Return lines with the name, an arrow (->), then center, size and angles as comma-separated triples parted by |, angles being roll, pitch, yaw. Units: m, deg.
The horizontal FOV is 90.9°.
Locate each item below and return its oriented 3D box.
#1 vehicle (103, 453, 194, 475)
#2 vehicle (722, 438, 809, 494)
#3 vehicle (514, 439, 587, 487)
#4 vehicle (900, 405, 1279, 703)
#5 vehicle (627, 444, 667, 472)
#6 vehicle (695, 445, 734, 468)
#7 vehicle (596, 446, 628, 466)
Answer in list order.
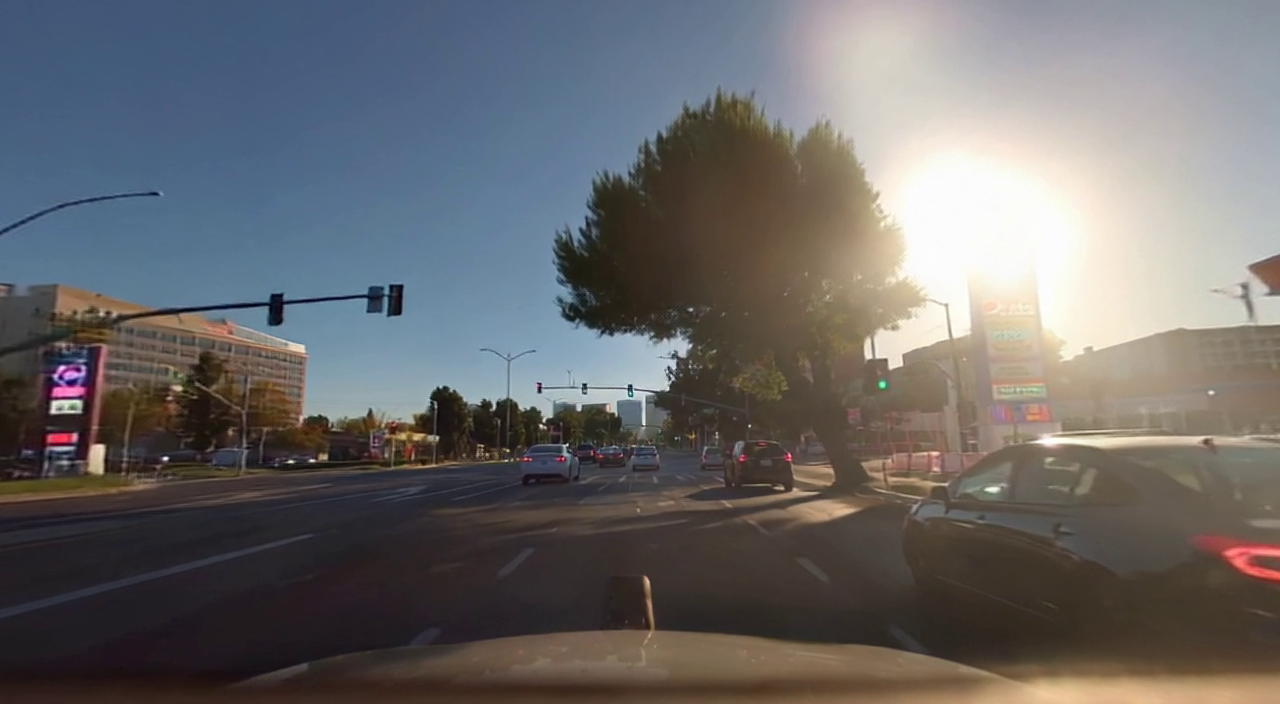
vehicle -> -33.926, 7.728, 43.537 | 4.652, 1.453, 1.945 | 0, -8, 1
vehicle -> 4.044, 3.737, 21.065 | 2.022, 1.683, 4.171 | 0, -8, 0
vehicle -> -3.224, 4.104, 23.575 | 2.023, 1.607, 4.086 | 0, -8, 2
vehicle -> 3.596, 1.158, 3.801 | 2.038, 1.499, 4.868 | 0, -8, 1
vehicle -> 0.381, 5.983, 35.777 | 2.104, 1.477, 4.591 | 0, -8, 0
vehicle -> 5.037, 7.115, 42.951 | 2.174, 1.462, 4.400 | 0, -8, 1
vehicle -> -2.051, 7.821, 47.606 | 2.192, 1.463, 4.211 | 0, -8, 1
